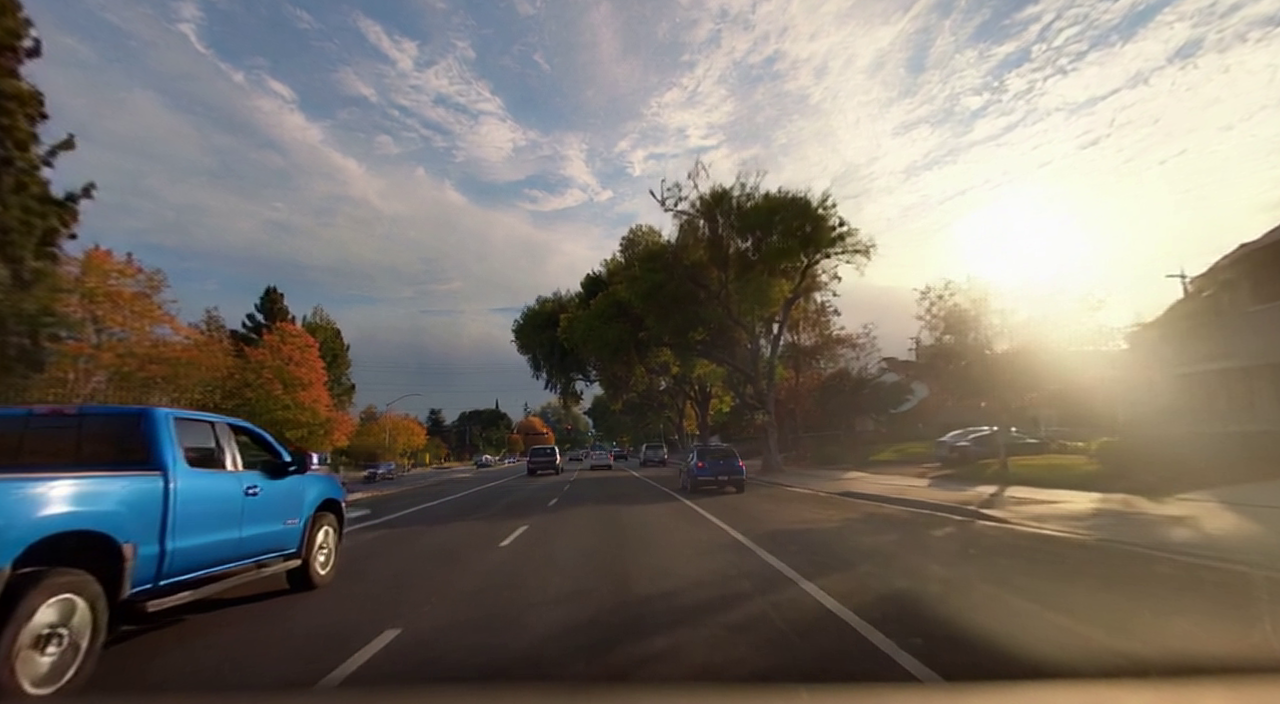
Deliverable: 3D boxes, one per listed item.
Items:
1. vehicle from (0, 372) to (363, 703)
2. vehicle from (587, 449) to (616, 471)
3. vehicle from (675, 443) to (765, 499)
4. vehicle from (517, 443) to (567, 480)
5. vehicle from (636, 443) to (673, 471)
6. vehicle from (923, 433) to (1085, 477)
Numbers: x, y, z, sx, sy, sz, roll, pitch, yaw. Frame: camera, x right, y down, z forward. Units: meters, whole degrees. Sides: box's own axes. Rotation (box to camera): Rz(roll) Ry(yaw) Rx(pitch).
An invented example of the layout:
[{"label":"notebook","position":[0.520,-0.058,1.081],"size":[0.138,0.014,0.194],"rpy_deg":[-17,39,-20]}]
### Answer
[{"label":"vehicle","position":[-4.121,1.197,4.383],"size":[2.111,1.745,5.274],"rpy_deg":[0,-9,-1]},{"label":"vehicle","position":[-2.899,7.884,46.318],"size":[2.030,1.477,4.330],"rpy_deg":[0,-9,-5]},{"label":"vehicle","position":[2.260,3.505,18.997],"size":[1.884,1.463,4.195],"rpy_deg":[0,-9,-4]},{"label":"vehicle","position":[-5.266,5.906,34.466],"size":[2.218,1.829,4.492],"rpy_deg":[0,-9,-3]},{"label":"vehicle","position":[0.982,7.359,44.586],"size":[2.099,1.845,4.363],"rpy_deg":[0,-9,-5]},{"label":"vehicle","position":[13.088,3.727,22.941],"size":[4.597,1.439,2.062],"rpy_deg":[0,-9,-2]}]
